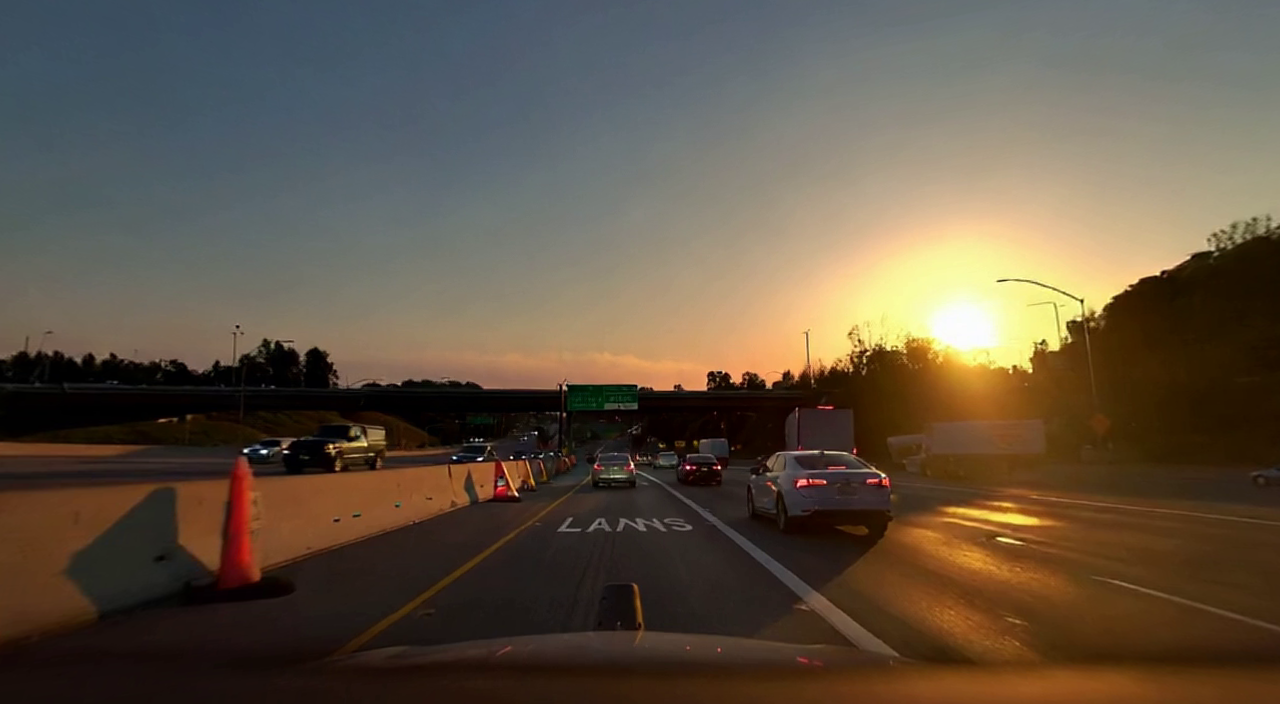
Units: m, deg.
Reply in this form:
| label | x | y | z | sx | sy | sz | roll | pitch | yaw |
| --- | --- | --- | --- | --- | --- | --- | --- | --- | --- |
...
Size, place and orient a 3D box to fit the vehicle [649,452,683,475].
| label | x | y | z | sx | sy | sz | roll | pitch | yaw |
| --- | --- | --- | --- | --- | --- | --- | --- | --- | --- |
| vehicle | 1.719 | 7.574 | 43.124 | 1.916 | 1.487 | 4.117 | 0 | -9 | -3 |

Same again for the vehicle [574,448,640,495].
| label | x | y | z | sx | sy | sz | roll | pitch | yaw |
| --- | --- | --- | --- | --- | --- | --- | --- | --- | --- |
| vehicle | -1.100 | 4.058 | 21.843 | 2.069 | 1.470 | 4.004 | 0 | -9 | -2 |

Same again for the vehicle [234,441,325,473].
| label | x | y | z | sx | sy | sz | roll | pitch | yaw |
| --- | --- | --- | --- | --- | --- | --- | --- | --- | --- |
| vehicle | -17.943 | 5.256 | 31.744 | 1.981 | 1.464 | 4.620 | 0 | -9 | -2 |

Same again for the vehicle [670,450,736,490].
| label | x | y | z | sx | sy | sz | roll | pitch | yaw |
| --- | --- | --- | --- | --- | --- | --- | --- | --- | --- |
| vehicle | 2.450 | 4.720 | 25.700 | 2.042 | 1.460 | 4.451 | 0 | -9 | -3 |

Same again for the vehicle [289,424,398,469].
| label | x | y | z | sx | sy | sz | roll | pitch | yaw |
| --- | --- | --- | --- | --- | --- | --- | --- | --- | --- |
| vehicle | -14.054 | 4.586 | 30.499 | 2.414 | 1.943 | 6.030 | 0 | -9 | -1 |

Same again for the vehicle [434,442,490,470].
| label | x | y | z | sx | sy | sz | roll | pitch | yaw |
| --- | --- | --- | --- | --- | --- | --- | --- | --- | --- |
| vehicle | -10.634 | 6.229 | 38.106 | 1.997 | 1.562 | 4.754 | 0 | -9 | -1 |

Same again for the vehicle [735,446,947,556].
| label | x | y | z | sx | sy | sz | roll | pitch | yaw |
| --- | --- | --- | --- | --- | --- | --- | --- | --- | --- |
| vehicle | 3.038 | 2.338 | 10.705 | 1.996 | 1.455 | 4.281 | 0 | -9 | -3 |
